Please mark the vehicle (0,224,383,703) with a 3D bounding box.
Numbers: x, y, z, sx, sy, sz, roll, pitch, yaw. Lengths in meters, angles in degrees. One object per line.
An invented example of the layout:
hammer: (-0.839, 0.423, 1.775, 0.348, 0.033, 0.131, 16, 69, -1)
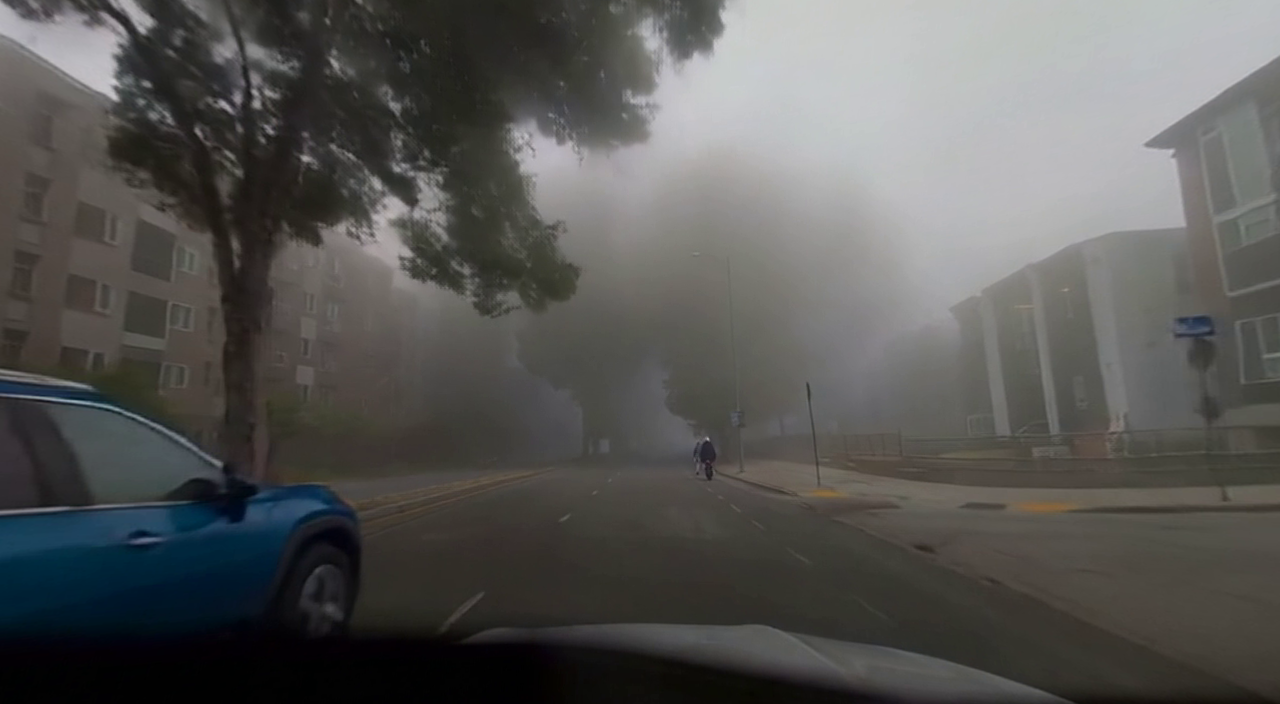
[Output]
vehicle: (-2.848, 0.564, 1.404, 2.294, 1.859, 5.127, 0, -9, 1)
